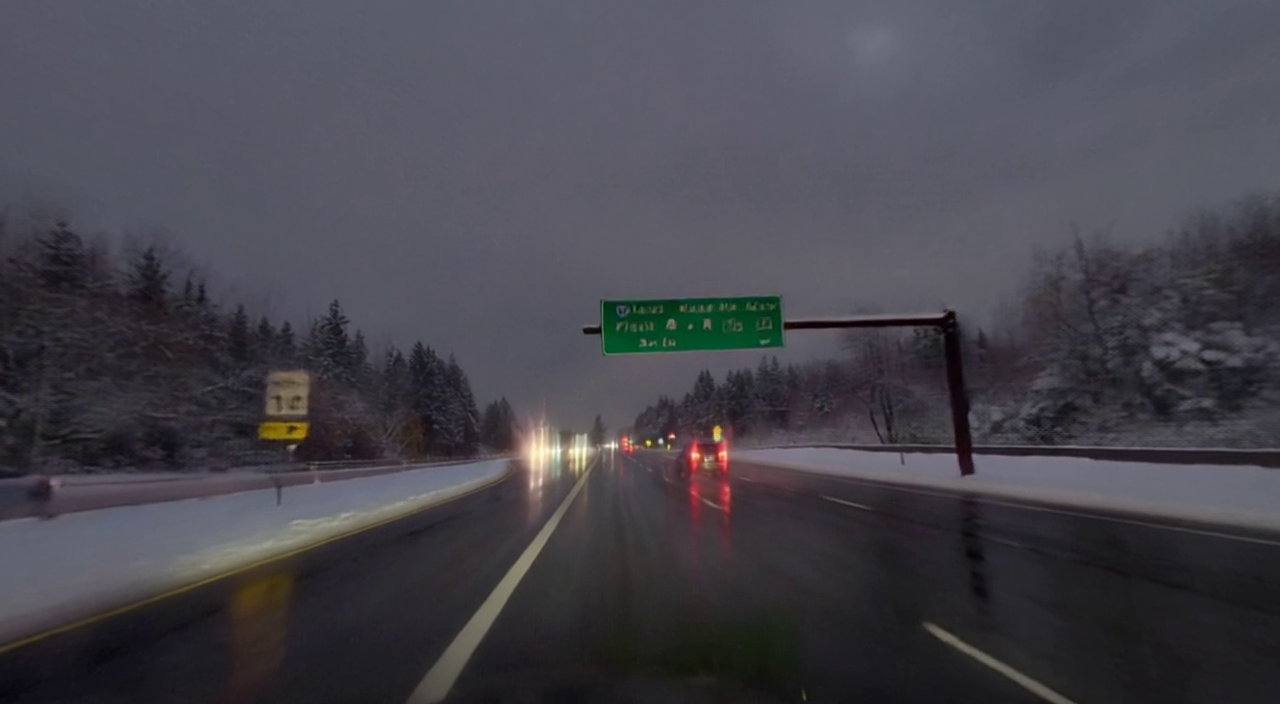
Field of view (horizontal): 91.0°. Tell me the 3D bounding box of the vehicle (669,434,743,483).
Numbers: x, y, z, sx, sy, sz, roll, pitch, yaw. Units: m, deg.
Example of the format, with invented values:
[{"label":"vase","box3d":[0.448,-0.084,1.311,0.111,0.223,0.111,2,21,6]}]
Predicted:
[{"label":"vehicle","box3d":[2.446,4.098,24.523,2.066,1.683,4.675,0,-9,-4]}]
